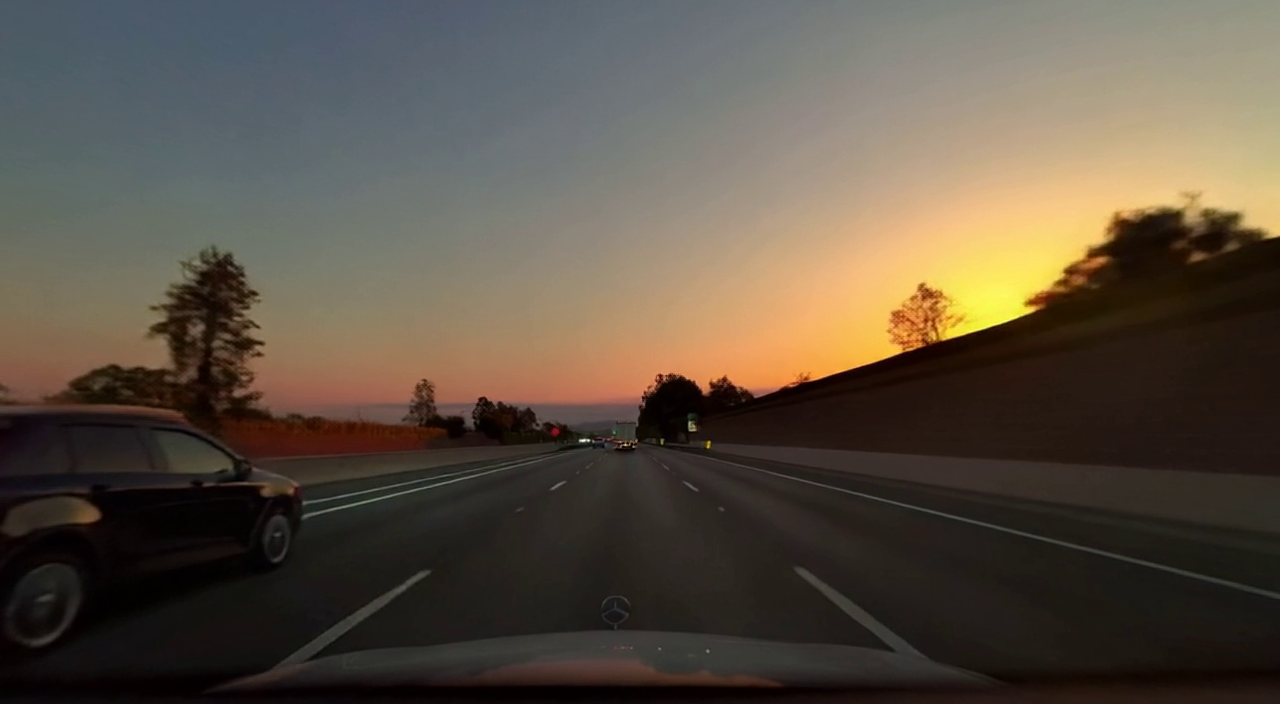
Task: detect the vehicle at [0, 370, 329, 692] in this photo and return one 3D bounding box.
[{"bbox_3d":[-4.397,1.076,4.384,2.123,1.655,4.688,0,-8,-1],"label":"vehicle"}]
